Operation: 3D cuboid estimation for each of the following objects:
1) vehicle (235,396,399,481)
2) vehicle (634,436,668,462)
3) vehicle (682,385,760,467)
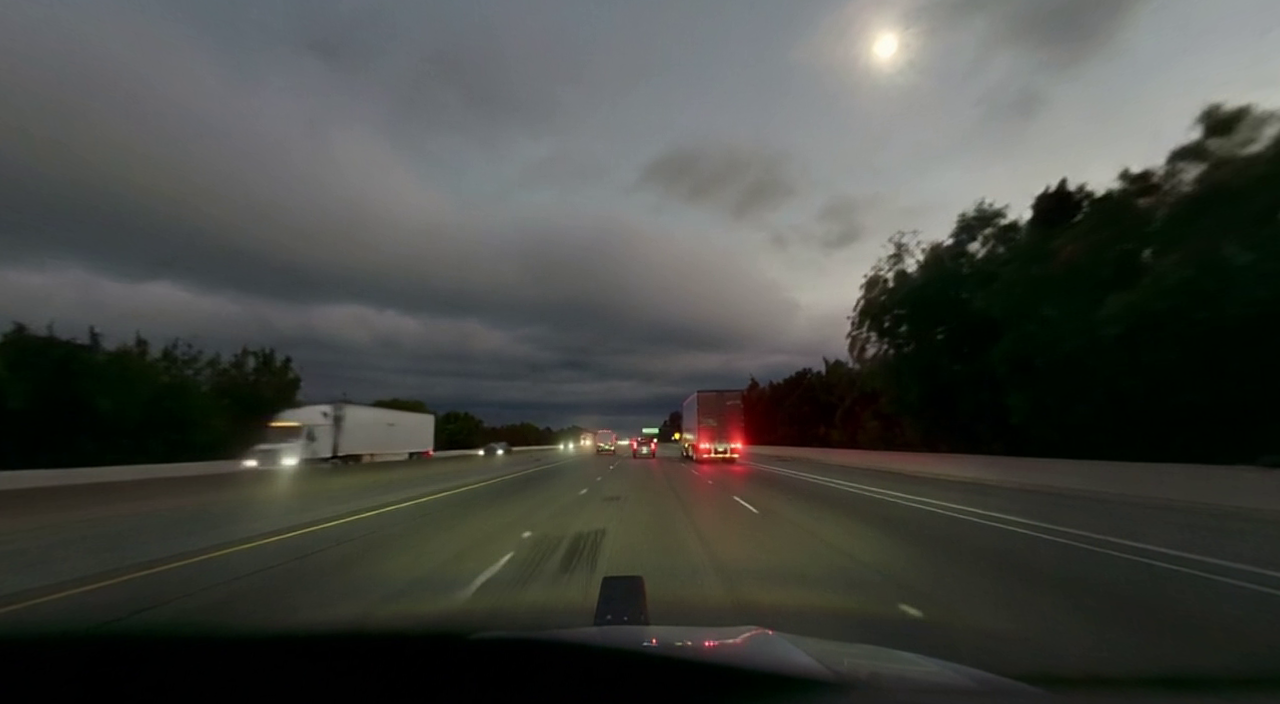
[{"bbox_3d":[-18.366,5.142,37.347,3.111,4.175,12.311,0,-8,0],"label":"vehicle"},{"bbox_3d":[0.718,6.332,41.112,2.139,1.607,4.034,0,-8,1],"label":"vehicle"},{"bbox_3d":[4.622,4.763,39.341,3.005,4.131,14.221,1,-8,0],"label":"vehicle"}]
